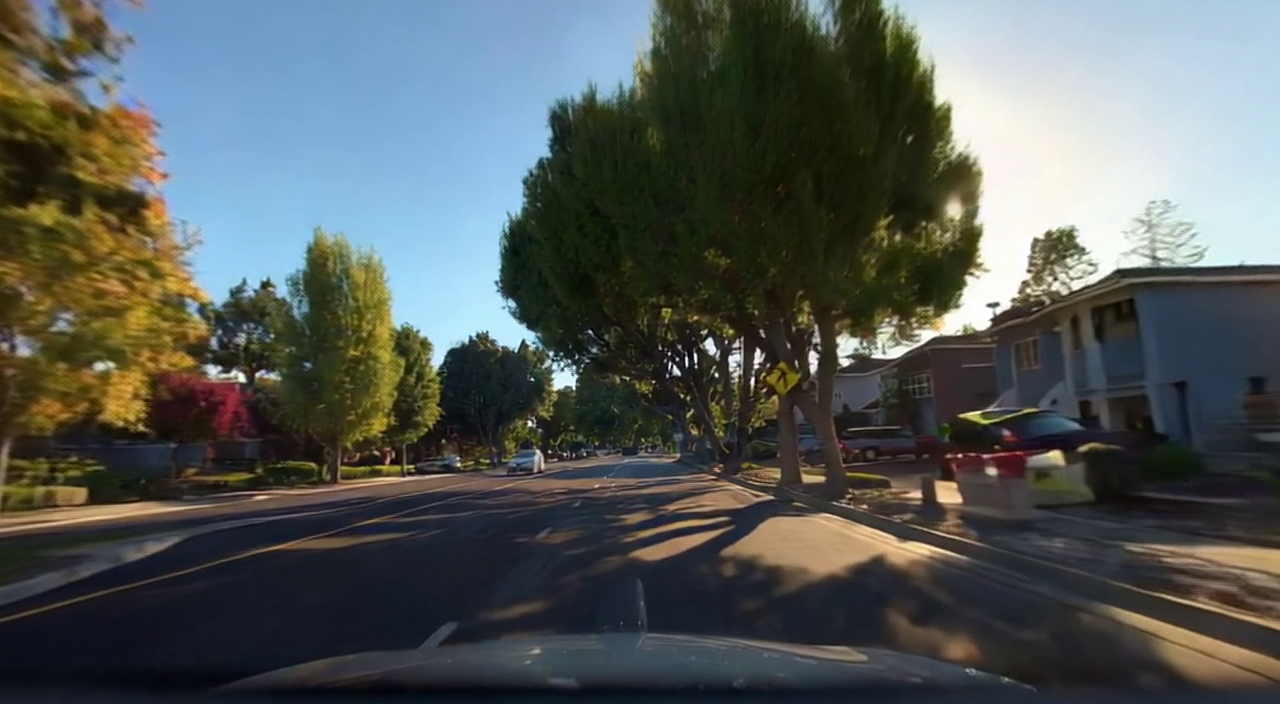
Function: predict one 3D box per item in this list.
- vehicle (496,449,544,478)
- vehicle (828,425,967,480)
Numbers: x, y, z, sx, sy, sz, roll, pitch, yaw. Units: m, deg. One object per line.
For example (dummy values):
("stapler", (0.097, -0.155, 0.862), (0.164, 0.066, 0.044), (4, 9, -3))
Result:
("vehicle", (-7.220, 6.726, 38.495), (1.951, 1.613, 4.654), (0, -8, 1))
("vehicle", (10.519, 4.175, 26.138), (4.583, 1.853, 2.260), (-2, -14, -3))
